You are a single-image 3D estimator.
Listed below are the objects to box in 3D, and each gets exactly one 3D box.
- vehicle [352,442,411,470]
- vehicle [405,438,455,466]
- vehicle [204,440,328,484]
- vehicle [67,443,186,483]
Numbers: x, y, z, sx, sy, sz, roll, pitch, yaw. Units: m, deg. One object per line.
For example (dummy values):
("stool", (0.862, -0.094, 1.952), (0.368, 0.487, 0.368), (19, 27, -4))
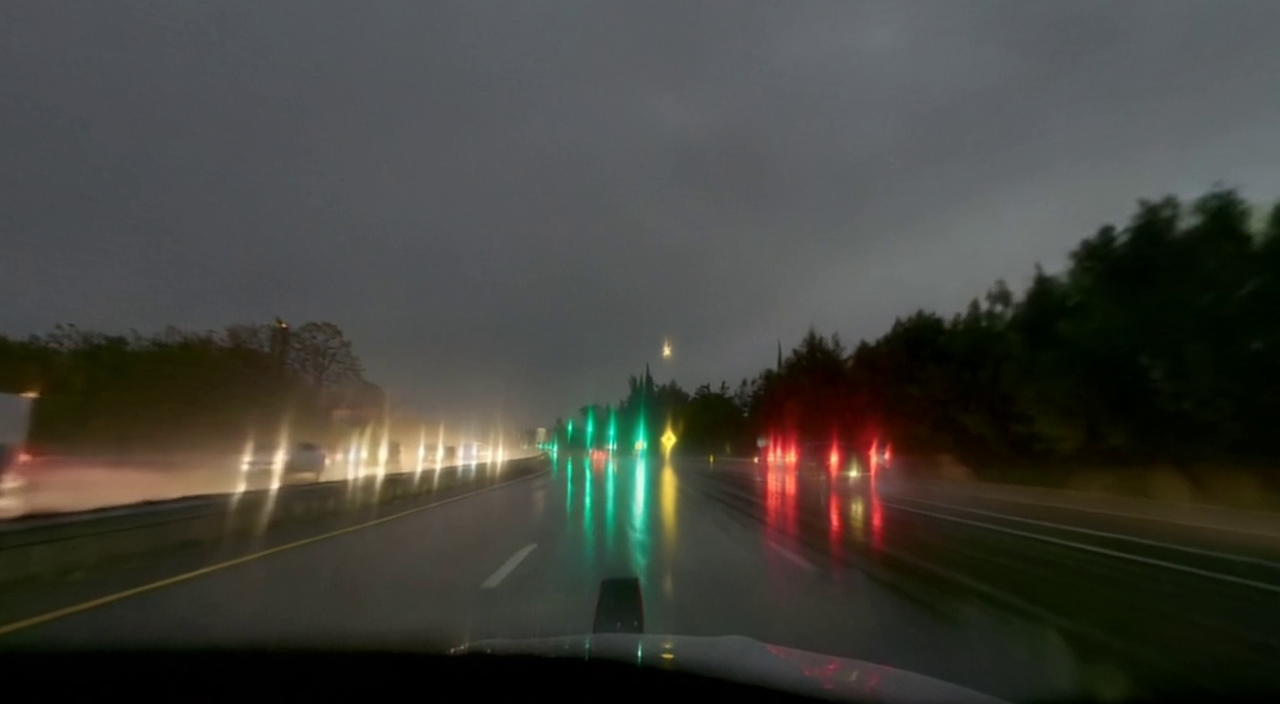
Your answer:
("vehicle", (-15.456, 6.217, 37.719), (1.865, 1.563, 4.196), (0, -9, -1))
("vehicle", (-16.186, 7.745, 48.680), (2.201, 2.054, 5.510), (0, -9, -3))
("vehicle", (-14.700, 4.355, 25.050), (1.946, 1.539, 5.095), (0, -9, -2))
("vehicle", (-21.030, 4.543, 25.875), (1.778, 1.500, 3.764), (0, -9, -2))
